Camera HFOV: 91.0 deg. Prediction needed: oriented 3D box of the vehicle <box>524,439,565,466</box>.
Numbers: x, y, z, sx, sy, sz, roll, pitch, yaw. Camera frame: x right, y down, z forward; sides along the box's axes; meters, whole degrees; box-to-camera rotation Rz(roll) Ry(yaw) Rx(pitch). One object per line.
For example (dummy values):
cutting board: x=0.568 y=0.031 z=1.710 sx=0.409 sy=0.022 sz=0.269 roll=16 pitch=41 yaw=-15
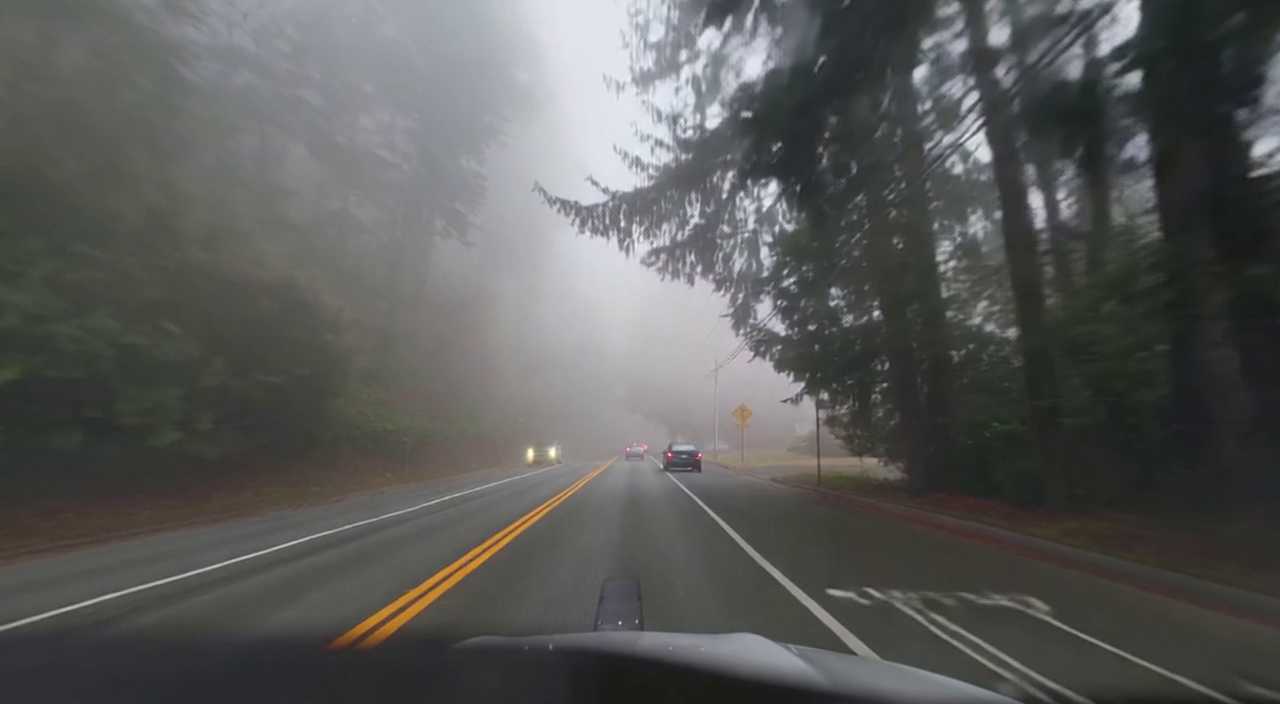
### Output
vehicle: x=-7.138 y=7.559 z=47.494 sx=2.352 sy=1.857 sz=4.690 roll=0 pitch=-9 yaw=0

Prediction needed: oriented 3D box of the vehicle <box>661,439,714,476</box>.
vehicle: x=2.032 y=4.664 z=28.018 sx=1.975 sy=1.497 sz=3.647 roll=0 pitch=-9 yaw=-2
